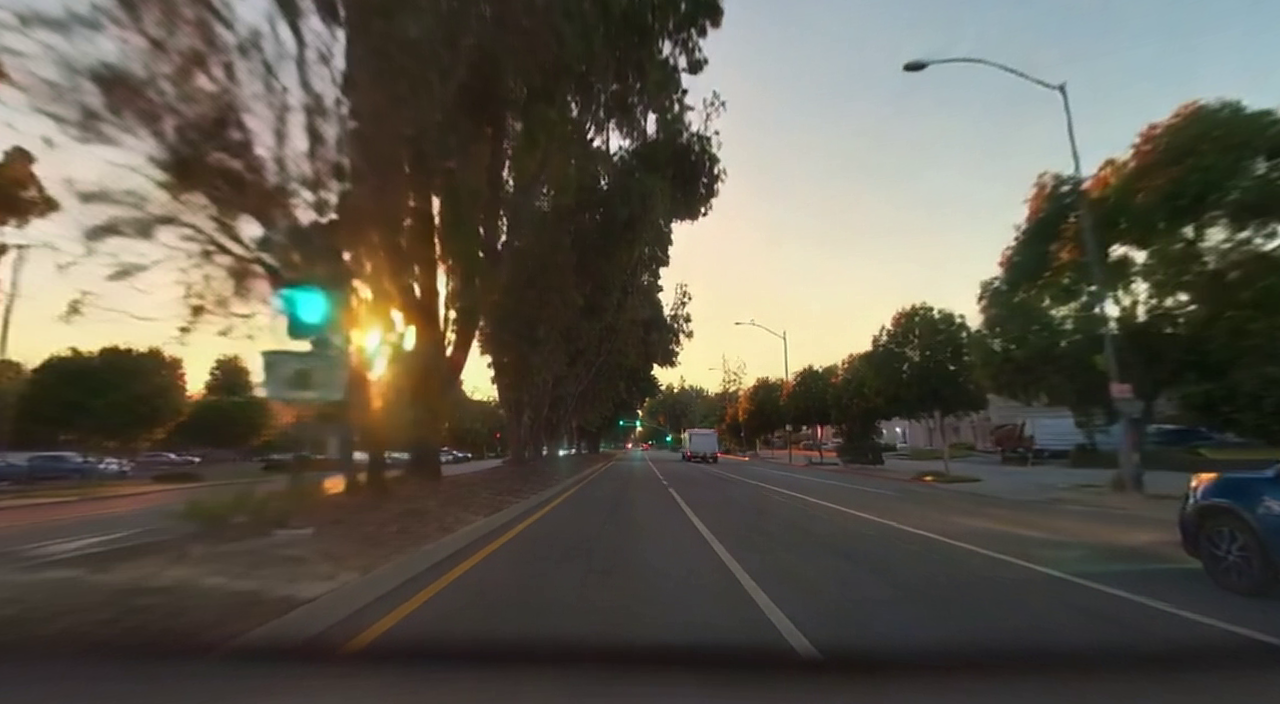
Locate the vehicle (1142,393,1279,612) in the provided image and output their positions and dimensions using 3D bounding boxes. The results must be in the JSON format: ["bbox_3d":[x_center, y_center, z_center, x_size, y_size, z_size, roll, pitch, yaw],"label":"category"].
[{"bbox_3d":[6.189,1.064,4.086,2.012,1.754,4.635,0,-8,0],"label":"vehicle"}]

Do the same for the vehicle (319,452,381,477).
[{"bbox_3d":[-19.275,7.494,42.246,2.048,1.493,4.588,0,-8,-1],"label":"vehicle"}]

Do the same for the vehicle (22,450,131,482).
[{"bbox_3d":[-34.454,6.960,38.830,4.594,1.801,2.489,6,-10,-35],"label":"vehicle"}]

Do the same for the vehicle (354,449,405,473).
[{"bbox_3d":[-19.689,8.236,47.923,1.985,1.667,4.622,0,-8,-1],"label":"vehicle"}]

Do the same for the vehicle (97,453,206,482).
[{"bbox_3d":[-28.532,6.746,37.010,4.657,1.636,2.059,0,-8,0],"label":"vehicle"}]
